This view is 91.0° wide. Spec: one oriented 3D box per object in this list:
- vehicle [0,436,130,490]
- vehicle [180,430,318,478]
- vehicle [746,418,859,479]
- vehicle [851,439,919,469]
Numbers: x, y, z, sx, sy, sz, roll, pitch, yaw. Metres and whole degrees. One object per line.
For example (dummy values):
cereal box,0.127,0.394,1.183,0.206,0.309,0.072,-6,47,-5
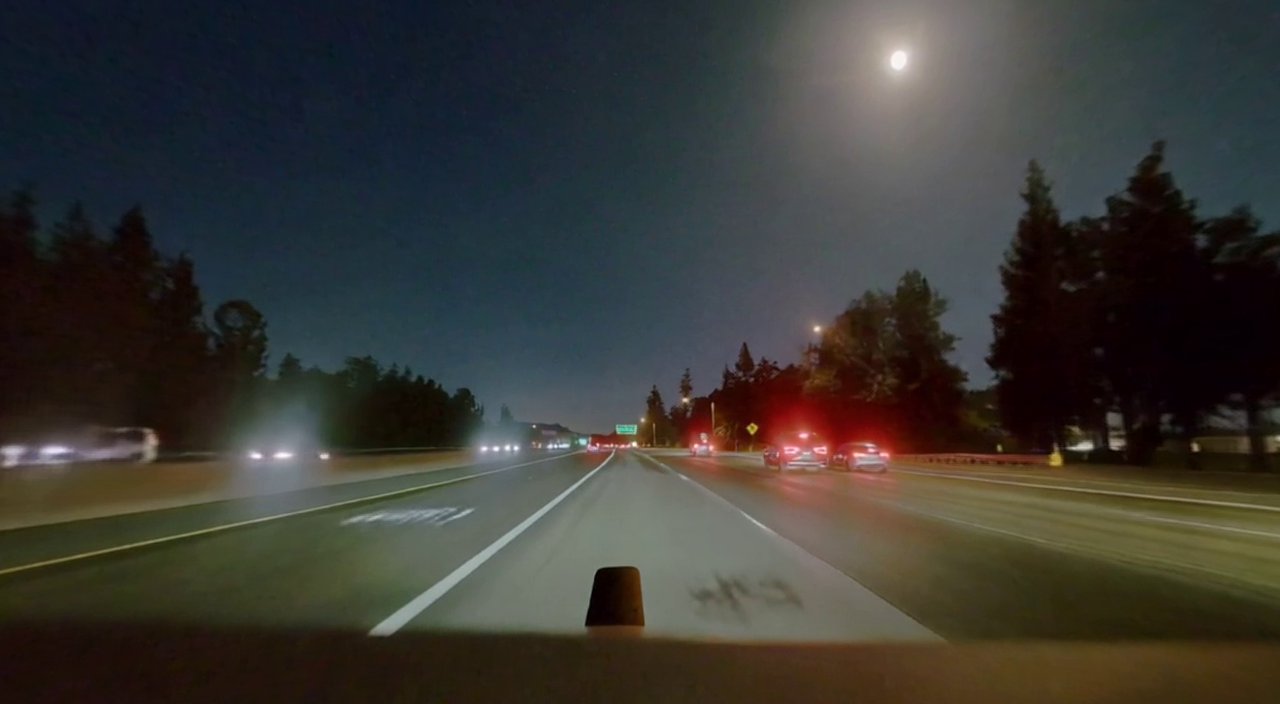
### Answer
vehicle,-21.239,3.709,21.275,2.519,1.642,6.530,0,-8,0
vehicle,-17.151,4.520,28.141,2.325,1.901,6.074,0,-8,0
vehicle,6.938,4.313,28.301,2.779,2.339,8.073,0,-8,-1
vehicle,14.238,5.927,36.822,2.072,1.611,4.387,0,-8,-2
